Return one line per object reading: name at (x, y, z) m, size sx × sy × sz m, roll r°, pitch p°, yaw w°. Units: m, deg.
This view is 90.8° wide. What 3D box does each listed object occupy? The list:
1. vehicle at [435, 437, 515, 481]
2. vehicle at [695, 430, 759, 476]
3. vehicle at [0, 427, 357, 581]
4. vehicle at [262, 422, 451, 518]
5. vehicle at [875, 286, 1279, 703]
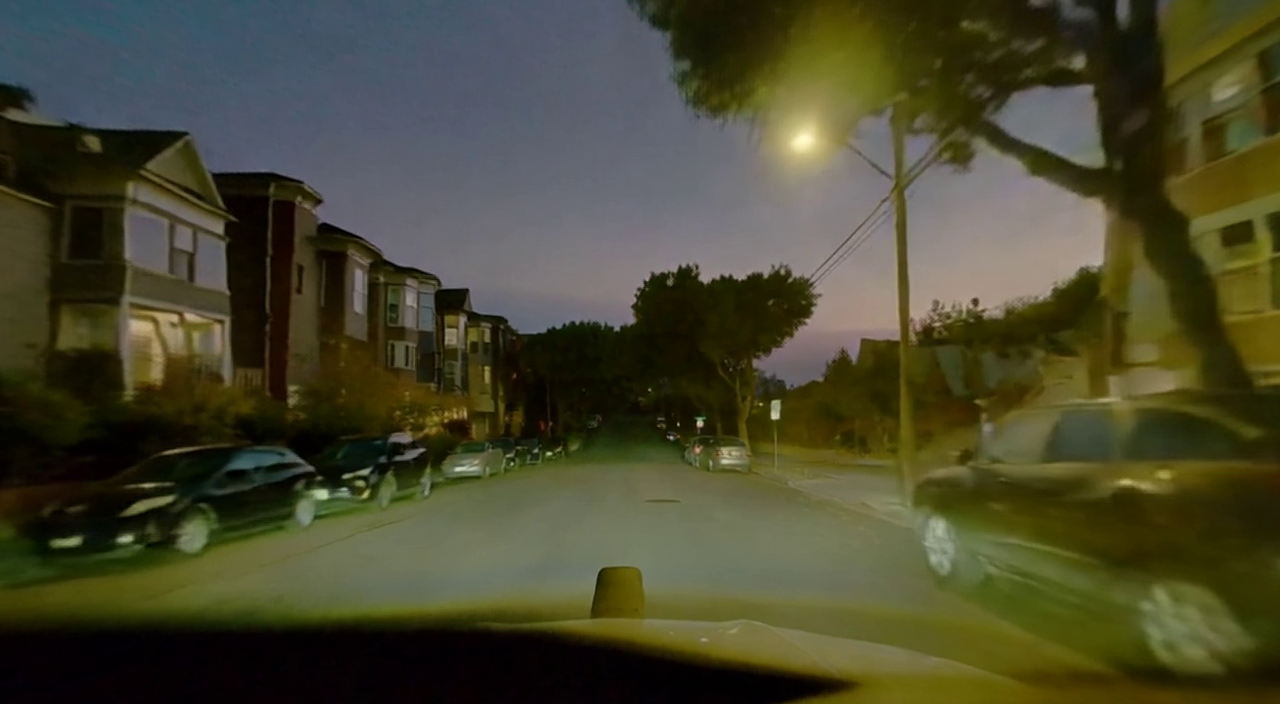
vehicle at (-5.984, 3.921, 23.451) m, size 2.003 × 1.489 × 4.051 m, roll 0°, pitch -8°, yaw -2°
vehicle at (3.545, 4.191, 26.526) m, size 1.952 × 1.738 × 4.518 m, roll 0°, pitch -8°, yaw -1°
vehicle at (-5.795, 1.814, 8.475) m, size 1.998 × 1.485 × 4.476 m, roll 0°, pitch -8°, yaw -1°
vehicle at (-5.710, 2.425, 13.514) m, size 1.958 × 1.682 × 4.536 m, roll 0°, pitch -8°, yaw -1°
vehicle at (3.633, 0.981, 4.282) m, size 2.158 × 1.977 × 4.750 m, roll 0°, pitch -8°, yaw -1°
